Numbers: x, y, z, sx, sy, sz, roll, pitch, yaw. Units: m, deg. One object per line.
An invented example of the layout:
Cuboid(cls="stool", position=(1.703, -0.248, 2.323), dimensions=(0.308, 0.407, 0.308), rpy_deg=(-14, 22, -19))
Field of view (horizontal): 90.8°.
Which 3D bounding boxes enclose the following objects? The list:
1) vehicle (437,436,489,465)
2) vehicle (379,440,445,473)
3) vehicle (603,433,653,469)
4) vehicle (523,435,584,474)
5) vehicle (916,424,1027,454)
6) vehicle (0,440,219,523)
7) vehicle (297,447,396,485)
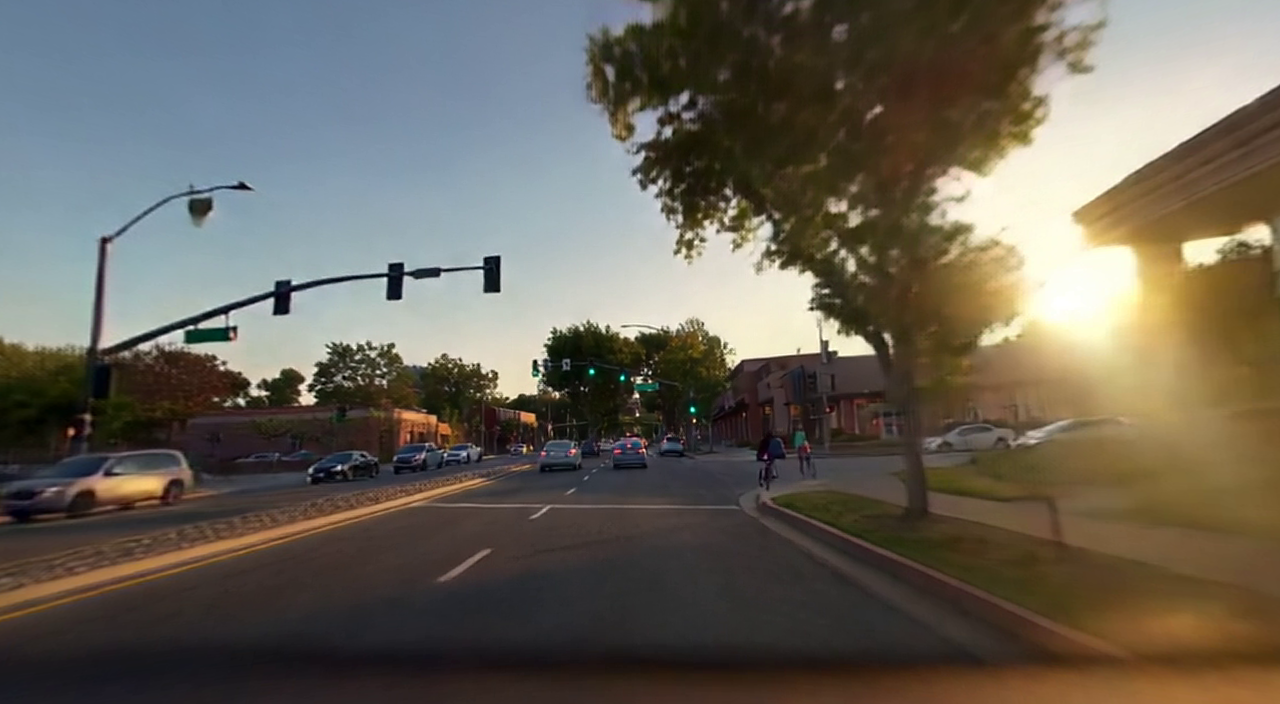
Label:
Cuboid(cls="vehicle", position=(-12.375, 6.919, 44.501), dimensions=(2.260, 1.921, 4.902), rpy_deg=(0, -8, 0))
Cuboid(cls="vehicle", position=(-12.602, 5.809, 35.261), dimensions=(1.986, 1.712, 4.399), rpy_deg=(0, -8, 1))
Cuboid(cls="vehicle", position=(-0.537, 4.468, 28.620), dimensions=(2.085, 1.475, 3.976), rpy_deg=(0, -8, -1))
Cuboid(cls="vehicle", position=(-3.575, 4.319, 26.821), dimensions=(1.921, 1.477, 4.083), rpy_deg=(0, -8, 1))
Cuboid(cls="vehicle", position=(17.165, 4.538, 32.896), dimensions=(4.517, 1.455, 2.233), rpy_deg=(-1, -8, 3))
Cuboid(cls="vehicle", position=(-13.190, 3.113, 15.827), dimensions=(1.999, 1.755, 4.518), rpy_deg=(-1, -8, 2))
Cuboid(cls="vehicle", position=(-12.587, 4.883, 27.469), dimensions=(1.909, 1.462, 4.608), rpy_deg=(-1, -8, 3))
